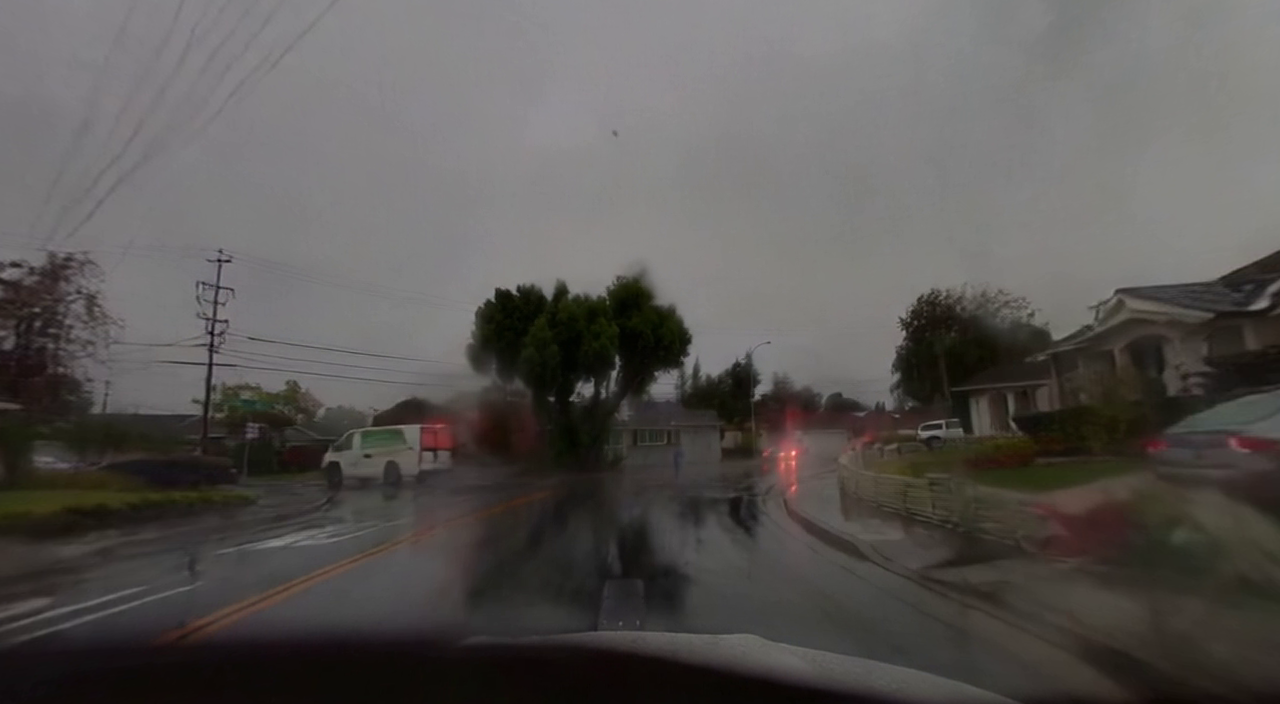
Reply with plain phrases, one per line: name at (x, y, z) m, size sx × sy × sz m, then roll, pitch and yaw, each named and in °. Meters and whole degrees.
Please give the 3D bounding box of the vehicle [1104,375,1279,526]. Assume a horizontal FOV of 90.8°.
vehicle at (9.154, 0.973, 8.098) m, size 4.658 × 1.536 × 2.090 m, roll -8°, pitch -9°, yaw -2°

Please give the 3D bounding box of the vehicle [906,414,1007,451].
vehicle at (19.433, 5.028, 39.007) m, size 2.056 × 2.014 × 5.011 m, roll 7°, pitch -12°, yaw -40°

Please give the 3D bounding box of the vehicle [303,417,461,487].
vehicle at (-12.663, 4.839, 30.875) m, size 7.559 × 3.058 × 2.929 m, roll -5°, pitch -10°, yaw 29°
